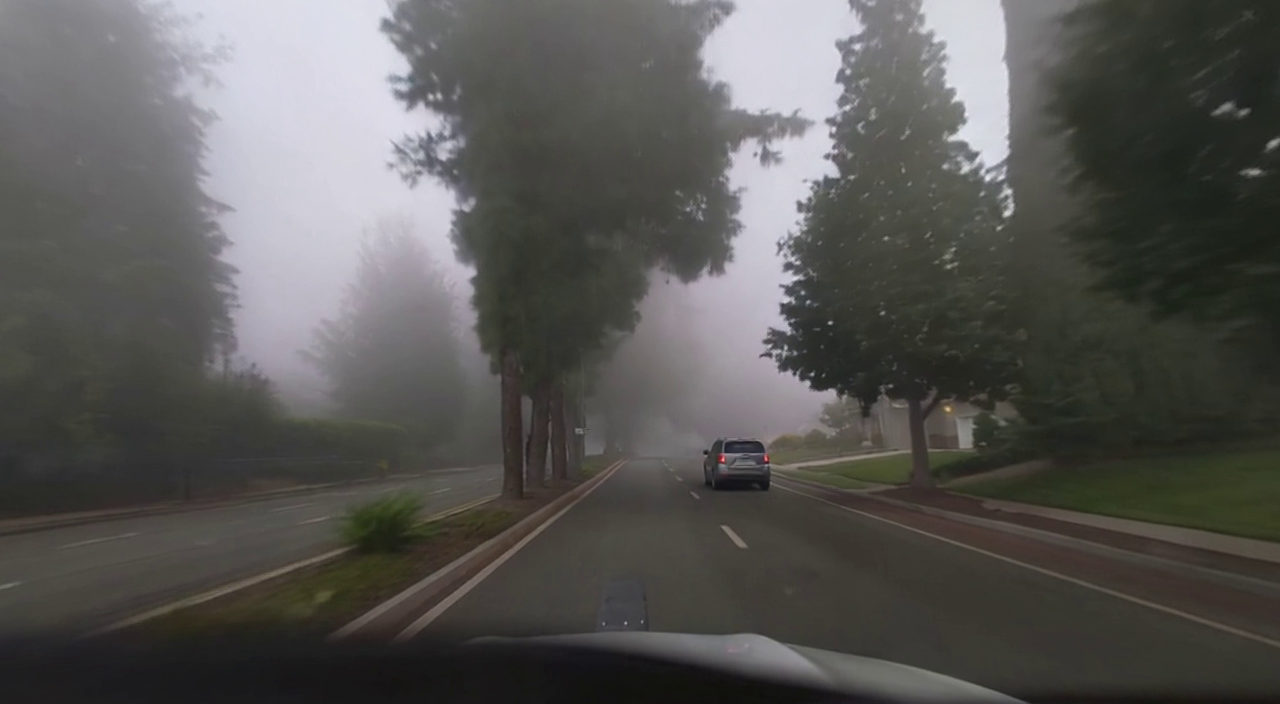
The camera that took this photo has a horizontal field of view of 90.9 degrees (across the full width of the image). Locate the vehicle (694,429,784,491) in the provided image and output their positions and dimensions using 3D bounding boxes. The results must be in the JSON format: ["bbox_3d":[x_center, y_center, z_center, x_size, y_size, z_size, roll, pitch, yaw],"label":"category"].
[{"bbox_3d":[3.059,3.466,20.572,2.180,1.773,4.639,0,-8,0],"label":"vehicle"}]
